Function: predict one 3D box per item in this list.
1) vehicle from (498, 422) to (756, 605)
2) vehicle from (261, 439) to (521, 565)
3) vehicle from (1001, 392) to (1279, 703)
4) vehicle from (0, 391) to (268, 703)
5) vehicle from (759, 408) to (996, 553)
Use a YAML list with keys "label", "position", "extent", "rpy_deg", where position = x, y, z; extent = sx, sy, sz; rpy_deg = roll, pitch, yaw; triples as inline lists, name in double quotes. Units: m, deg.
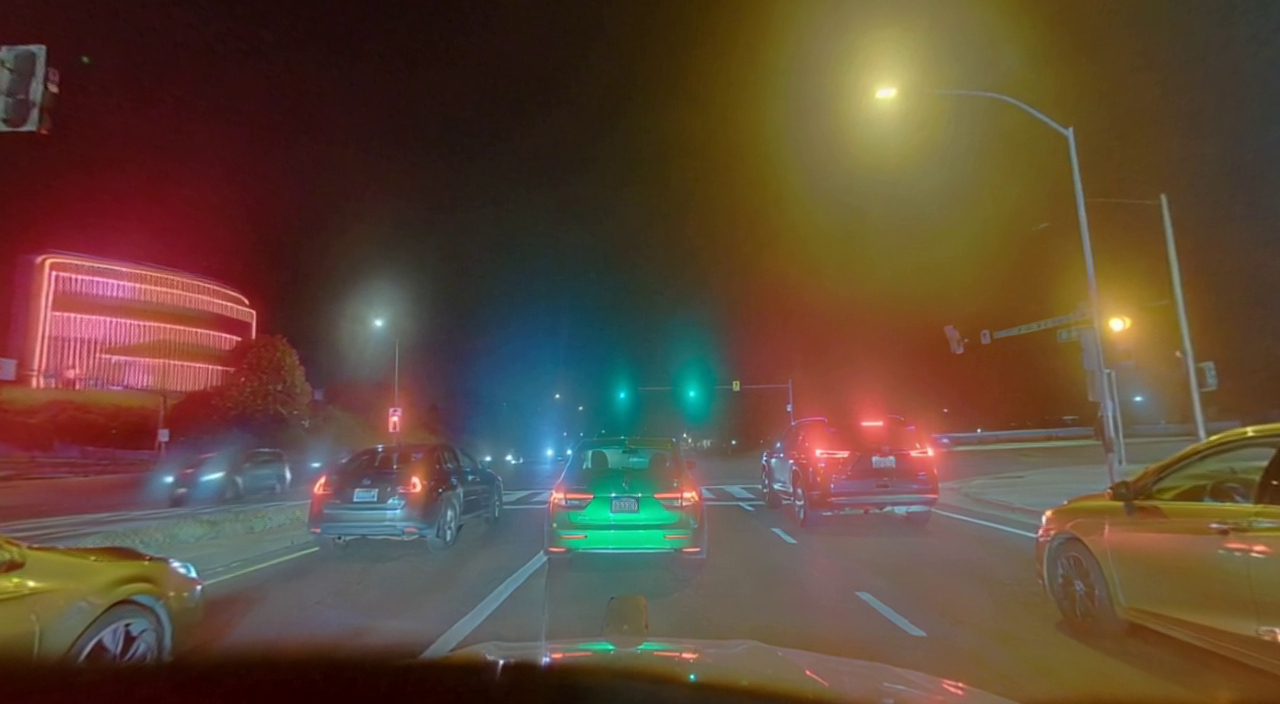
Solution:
- label: "vehicle"
  position: [-0.131, 1.656, 7.388]
  extent: [2.140, 1.499, 4.119]
  rpy_deg: [0, -8, -1]
- label: "vehicle"
  position: [-3.307, 2.069, 9.540]
  extent: [1.995, 1.436, 4.373]
  rpy_deg: [-1, -8, 3]
- label: "vehicle"
  position: [3.936, 0.971, 3.105]
  extent: [1.800, 1.519, 4.198]
  rpy_deg: [0, -8, 0]
- label: "vehicle"
  position: [-3.480, 0.850, 1.836]
  extent: [2.016, 1.547, 4.414]
  rpy_deg: [0, -8, 1]
- label: "vehicle"
  position: [3.300, 1.871, 9.840]
  extent: [1.992, 1.744, 4.183]
  rpy_deg: [0, -8, -1]
